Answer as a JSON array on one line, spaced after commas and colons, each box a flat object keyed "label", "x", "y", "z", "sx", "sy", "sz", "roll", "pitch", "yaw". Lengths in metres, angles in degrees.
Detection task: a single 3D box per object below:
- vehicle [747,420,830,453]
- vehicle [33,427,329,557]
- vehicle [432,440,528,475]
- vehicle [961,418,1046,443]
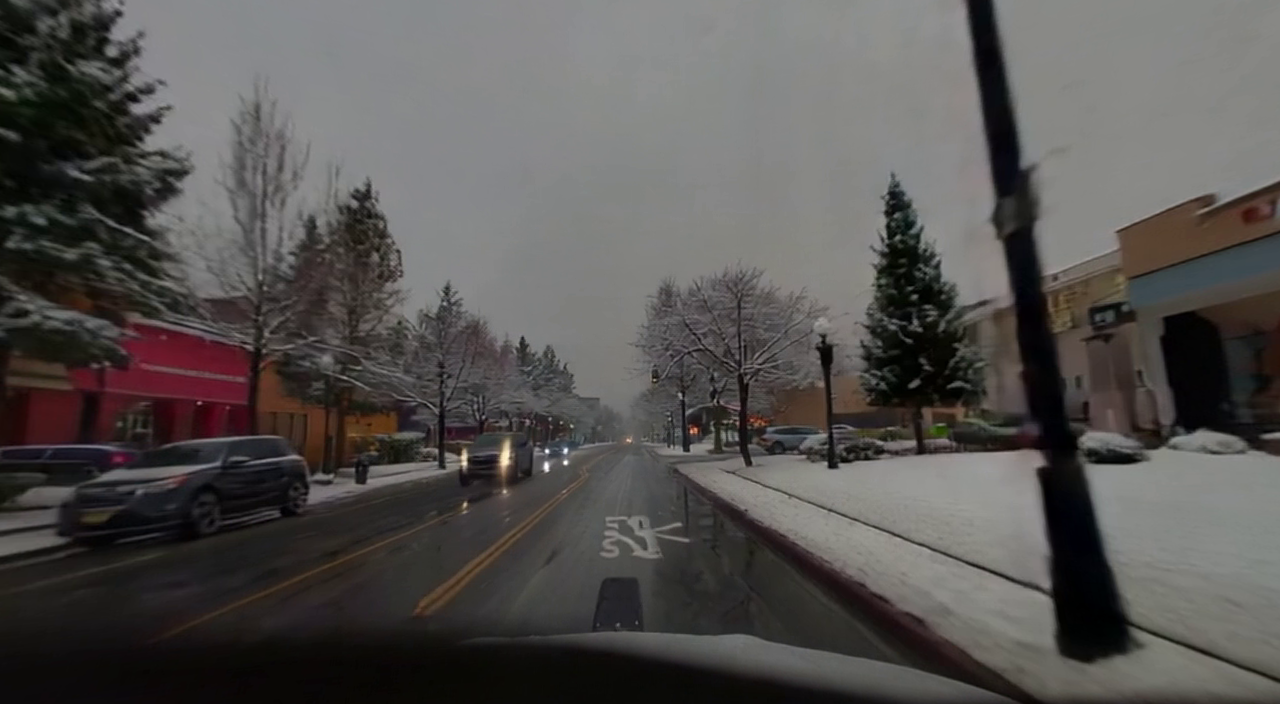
[{"label": "vehicle", "x": 10.843, "y": 6.161, "z": 46.268, "sx": 5.453, "sy": 1.794, "sz": 2.011, "roll": -6, "pitch": -6, "yaw": -1}, {"label": "vehicle", "x": -7.508, "y": 2.232, "z": 11.020, "sx": 1.950, "sy": 1.743, "sz": 4.312, "roll": -2, "pitch": -7, "yaw": 0}, {"label": "vehicle", "x": -8.764, "y": 5.797, "z": 34.731, "sx": 1.879, "sy": 1.543, "sz": 4.778, "roll": -14, "pitch": -14, "yaw": 43}, {"label": "vehicle", "x": 23.675, "y": 5.151, "z": 41.110, "sx": 4.371, "sy": 1.614, "sz": 1.910, "roll": 0, "pitch": -8, "yaw": -3}]
